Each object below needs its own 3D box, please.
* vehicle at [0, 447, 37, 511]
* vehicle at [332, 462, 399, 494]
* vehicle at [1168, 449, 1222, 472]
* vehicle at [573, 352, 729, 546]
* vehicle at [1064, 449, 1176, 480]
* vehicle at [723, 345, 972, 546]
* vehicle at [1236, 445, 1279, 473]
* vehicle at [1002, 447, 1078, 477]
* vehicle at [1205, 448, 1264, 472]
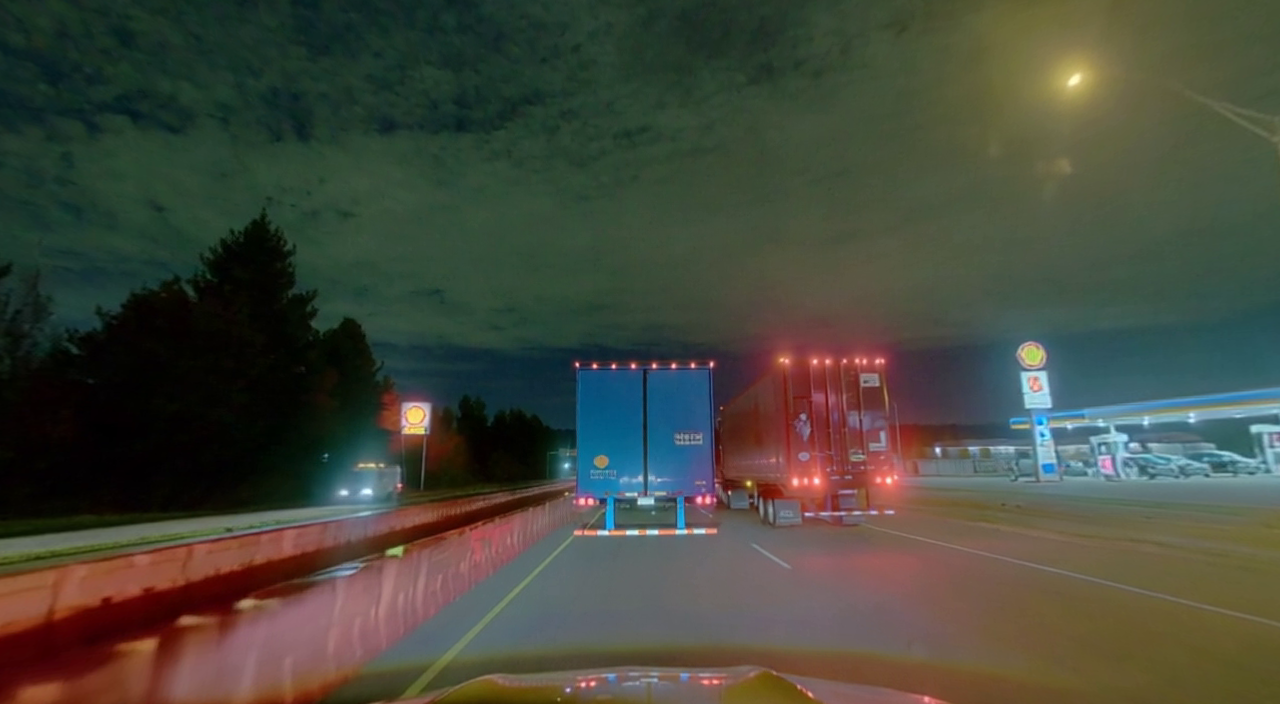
[{"bbox_3d":[-50.252,9.777,49.505,17.220,4.382,2.913,-9,-14,44],"label":"vehicle"},{"bbox_3d":[-16.872,7.765,39.017,1.981,1.824,4.637,1,-10,0],"label":"vehicle"},{"bbox_3d":[38.405,7.515,43.563,3.565,1.448,1.866,8,-13,-35],"label":"vehicle"},{"bbox_3d":[0.103,2.429,15.190,2.618,3.306,8.676,1,-10,-1],"label":"vehicle"},{"bbox_3d":[24.582,5.820,32.526,1.762,1.470,4.485,3,-11,-10],"label":"vehicle"},{"bbox_3d":[4.384,2.545,16.284,2.936,3.640,9.443,1,-10,-2],"label":"vehicle"},{"bbox_3d":[36.344,6.206,36.257,4.315,1.469,1.823,8,-12,-33],"label":"vehicle"},{"bbox_3d":[24.718,6.848,39.102,1.919,1.722,4.024,1,-10,-2],"label":"vehicle"},{"bbox_3d":[37.830,6.905,40.033,4.208,1.429,1.820,8,-13,-35],"label":"vehicle"}]
